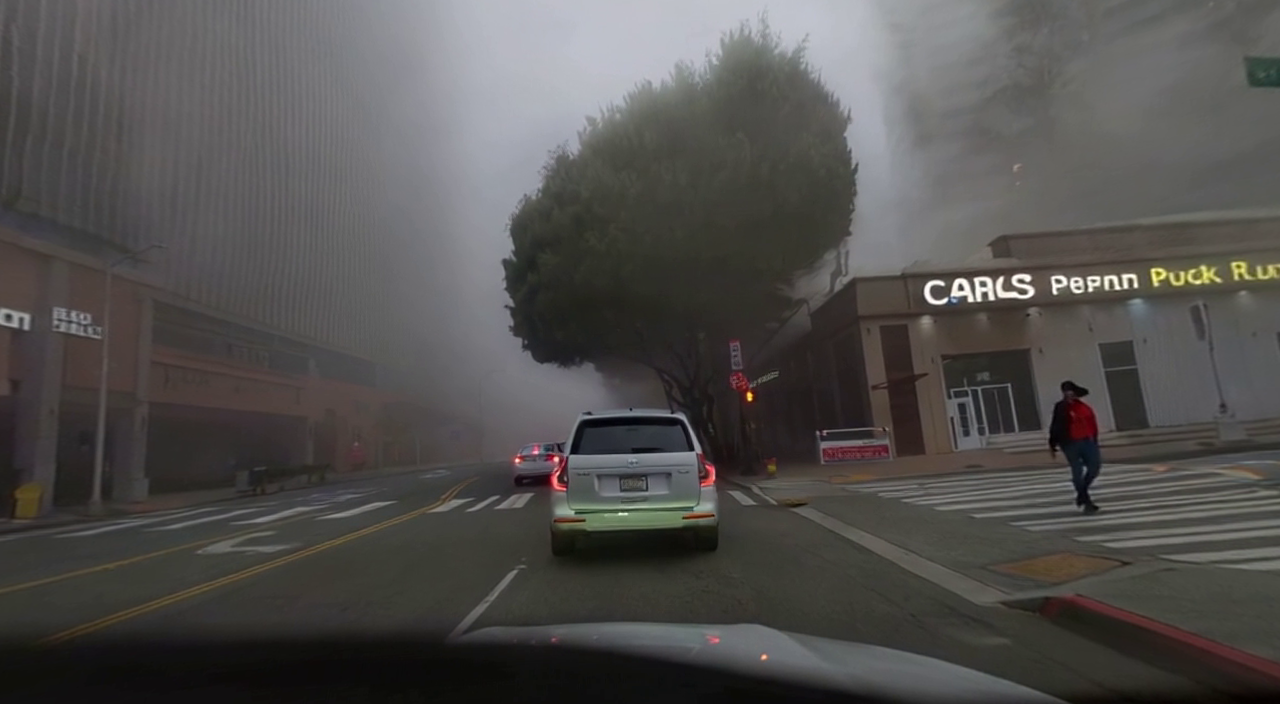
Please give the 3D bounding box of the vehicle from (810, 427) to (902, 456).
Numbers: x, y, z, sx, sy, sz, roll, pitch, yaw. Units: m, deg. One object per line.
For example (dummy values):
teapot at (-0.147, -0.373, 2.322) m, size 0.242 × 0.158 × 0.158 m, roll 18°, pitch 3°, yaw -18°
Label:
vehicle at (11.857, 4.960, 34.880) m, size 4.426 × 1.490 × 1.862 m, roll -1°, pitch -8°, yaw 4°

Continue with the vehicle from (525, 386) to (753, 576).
vehicle at (-0.117, 1.685, 9.032) m, size 2.352 × 1.953 × 4.796 m, roll 0°, pitch -8°, yaw -3°
